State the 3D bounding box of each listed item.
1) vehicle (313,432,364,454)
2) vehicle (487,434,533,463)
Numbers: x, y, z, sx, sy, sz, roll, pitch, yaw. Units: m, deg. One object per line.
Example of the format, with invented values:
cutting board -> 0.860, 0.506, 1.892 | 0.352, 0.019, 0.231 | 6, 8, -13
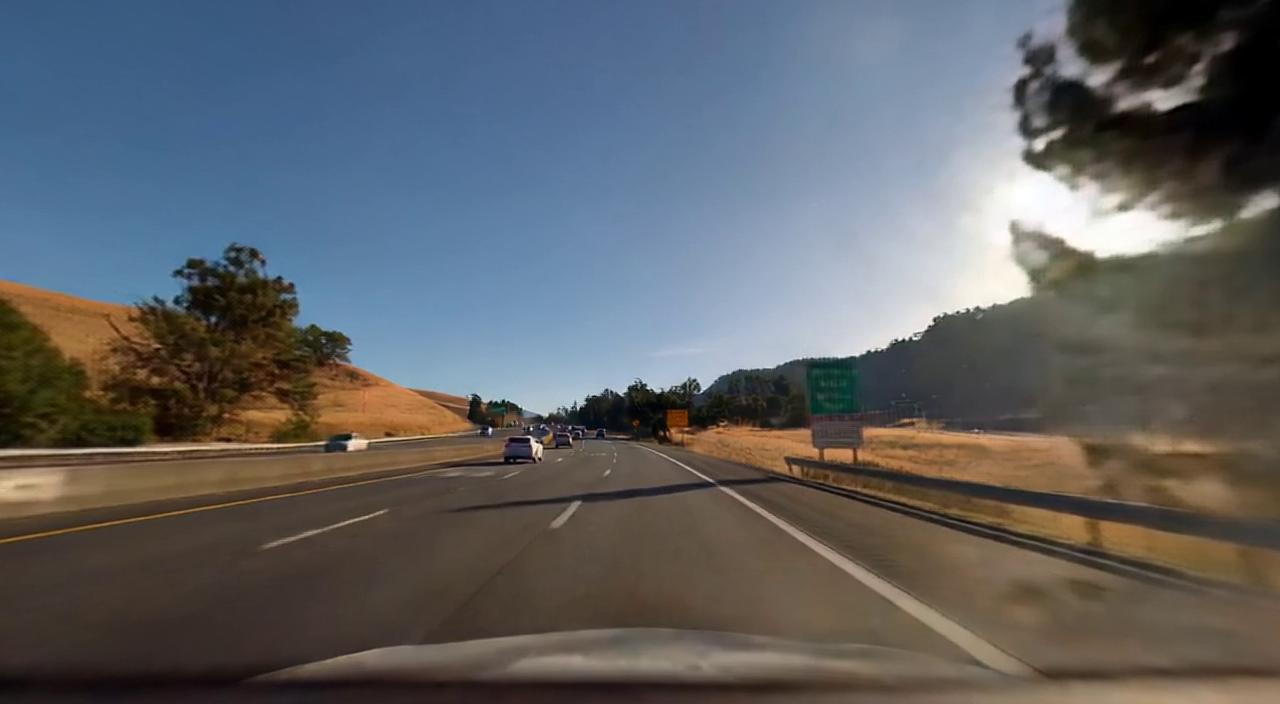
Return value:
vehicle -> -22.580, 6.858, 47.406 | 1.973, 1.558, 4.050 | 0, -8, -2
vehicle -> -7.735, 5.791, 37.858 | 1.931, 1.608, 3.977 | 0, -8, -1
